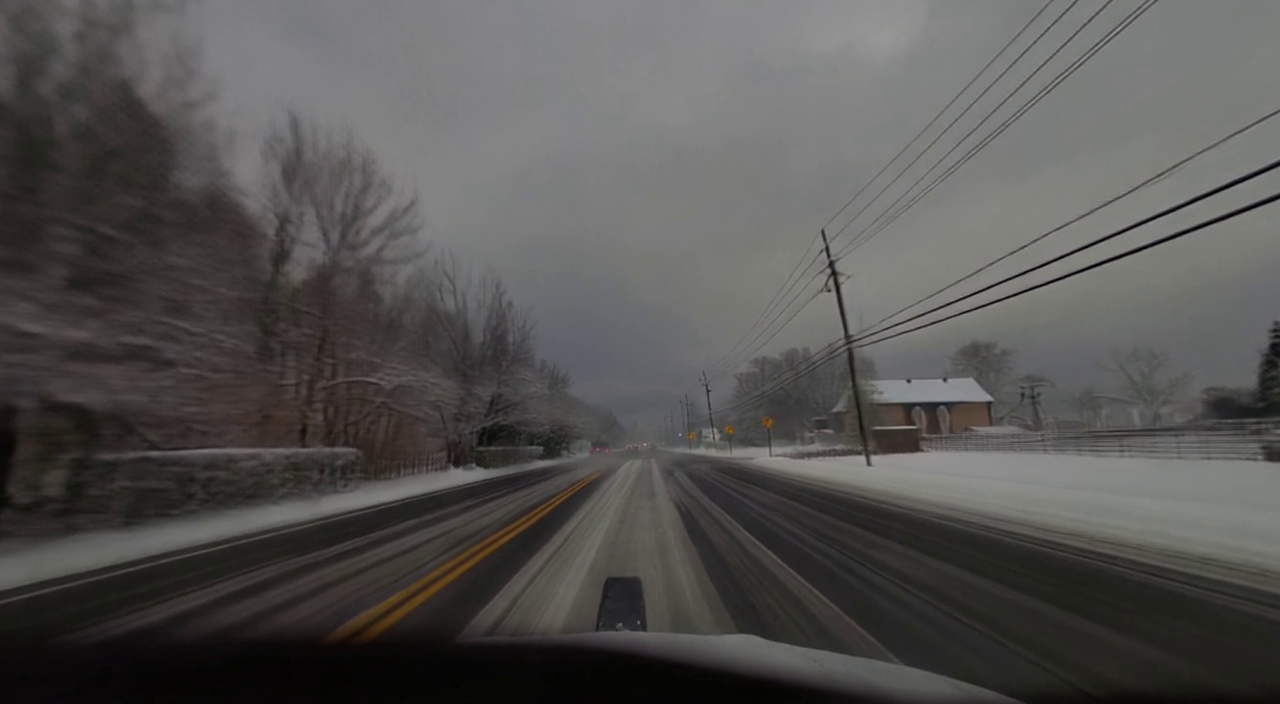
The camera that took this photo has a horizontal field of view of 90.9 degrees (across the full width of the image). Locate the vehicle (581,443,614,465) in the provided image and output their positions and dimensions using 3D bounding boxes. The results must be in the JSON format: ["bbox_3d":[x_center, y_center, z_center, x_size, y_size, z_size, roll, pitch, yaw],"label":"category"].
[{"bbox_3d":[-2.972,7.257,45.036,2.007,1.514,4.049,0,-9,1],"label":"vehicle"}]

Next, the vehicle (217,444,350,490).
[{"bbox_3d":[-12.657,4.082,22.824,2.032,1.470,4.665,0,-9,1],"label":"vehicle"}]
